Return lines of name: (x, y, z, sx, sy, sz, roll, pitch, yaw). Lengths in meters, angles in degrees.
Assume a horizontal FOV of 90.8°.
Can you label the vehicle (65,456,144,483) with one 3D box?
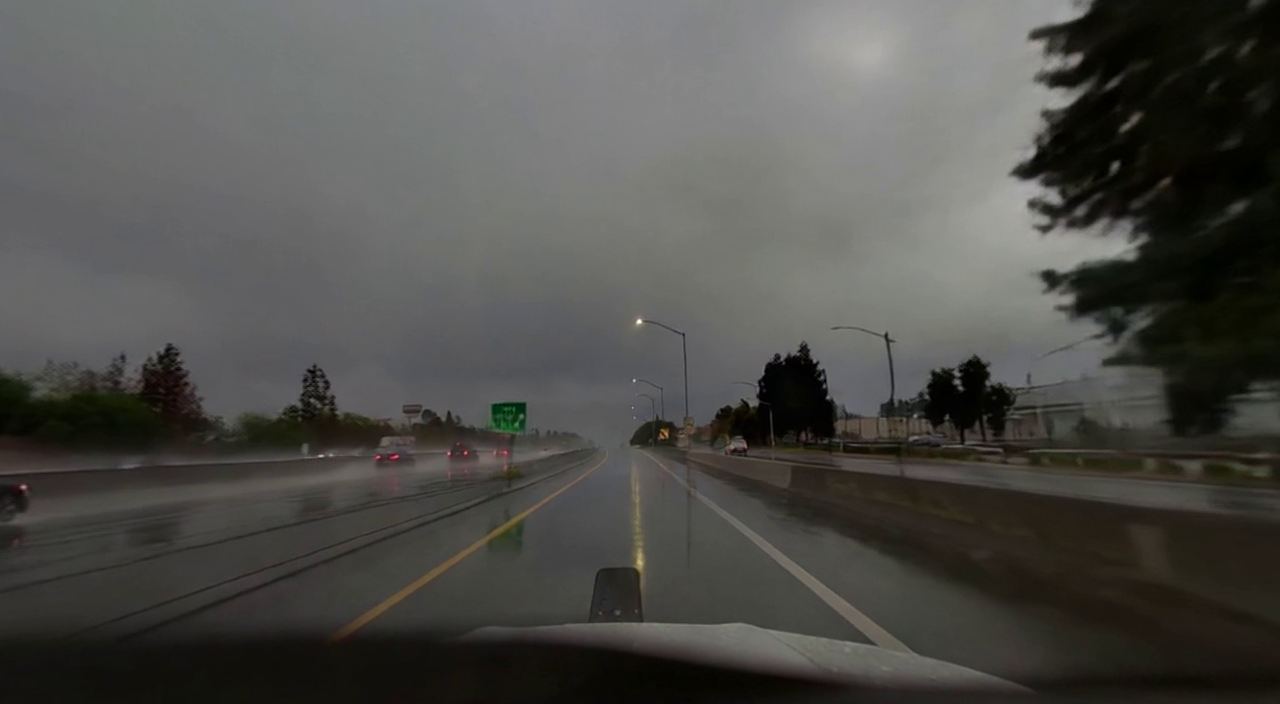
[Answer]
vehicle: (-36.302, 7.950, 42.964, 1.978, 1.492, 4.214, -2, -8, -5)
